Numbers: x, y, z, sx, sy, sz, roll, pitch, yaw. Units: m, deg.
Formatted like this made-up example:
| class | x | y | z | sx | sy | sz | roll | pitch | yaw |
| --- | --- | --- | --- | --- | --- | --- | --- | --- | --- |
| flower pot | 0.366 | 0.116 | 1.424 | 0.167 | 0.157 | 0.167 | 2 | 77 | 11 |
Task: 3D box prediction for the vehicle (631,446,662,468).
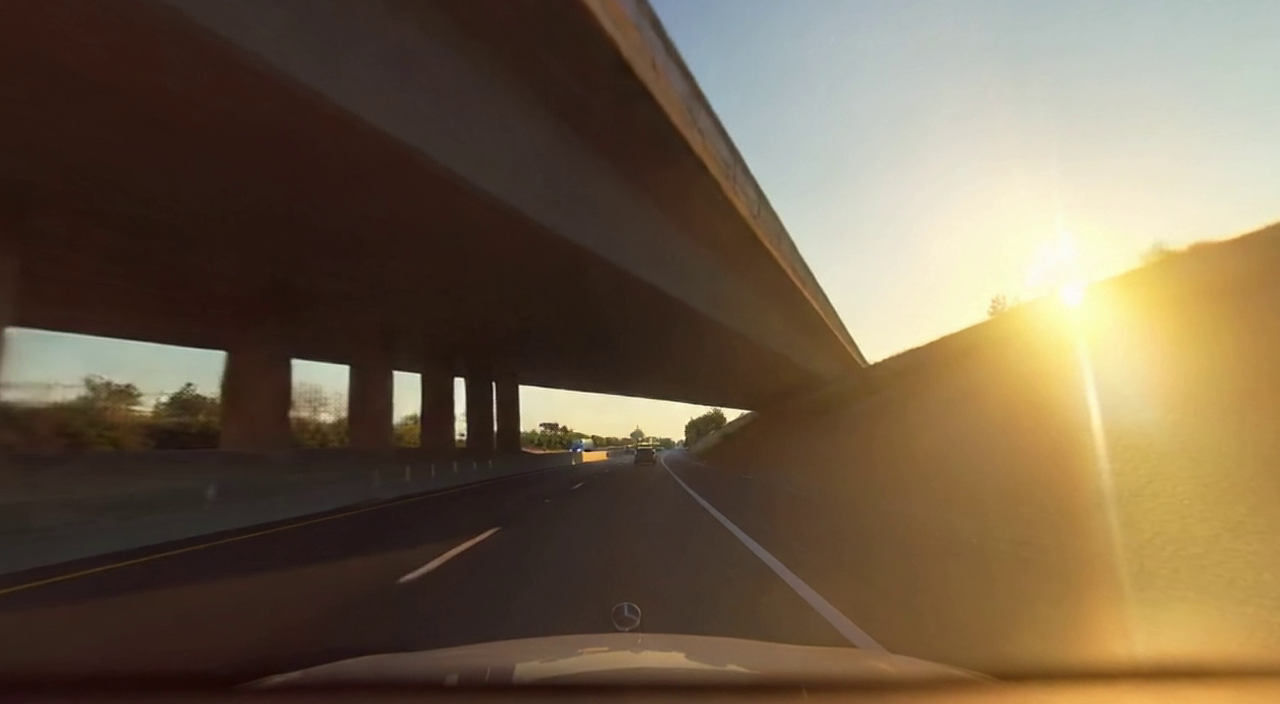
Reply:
| class | x | y | z | sx | sy | sz | roll | pitch | yaw |
| --- | --- | --- | --- | --- | --- | --- | --- | --- | --- |
| vehicle | 0.527 | 7.866 | 47.375 | 2.221 | 1.603 | 4.149 | 0 | -9 | 1 |
